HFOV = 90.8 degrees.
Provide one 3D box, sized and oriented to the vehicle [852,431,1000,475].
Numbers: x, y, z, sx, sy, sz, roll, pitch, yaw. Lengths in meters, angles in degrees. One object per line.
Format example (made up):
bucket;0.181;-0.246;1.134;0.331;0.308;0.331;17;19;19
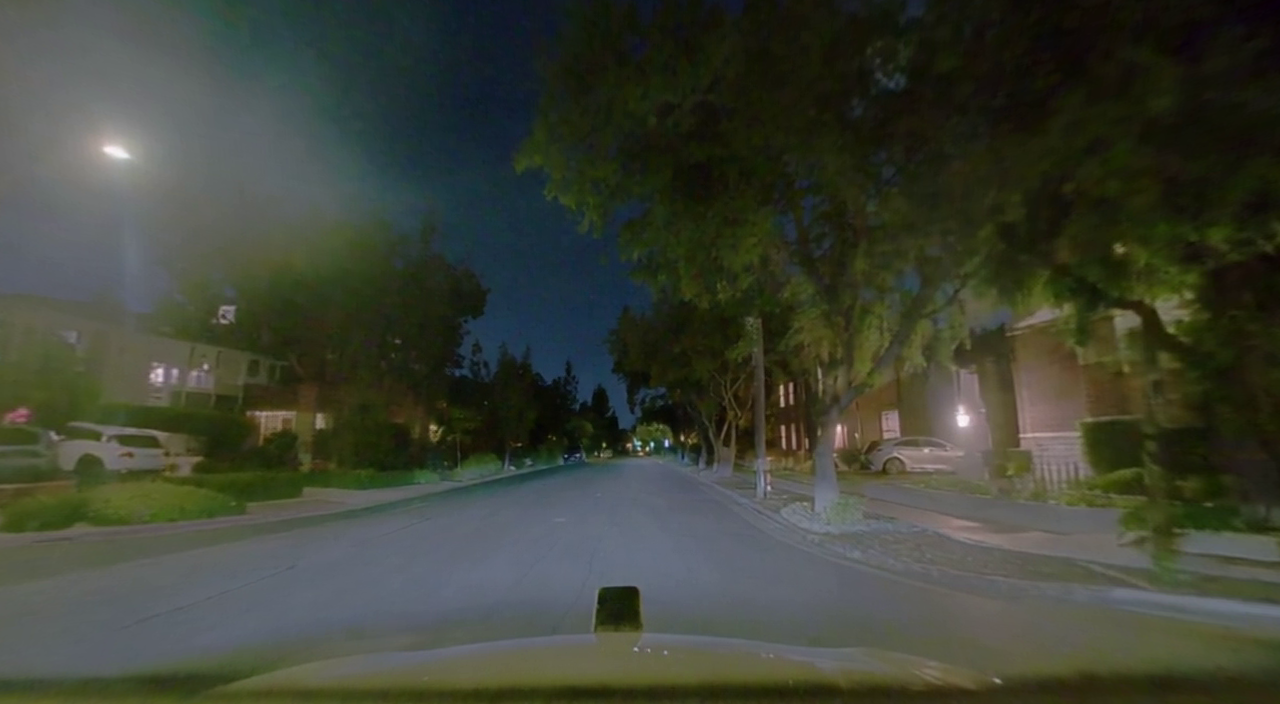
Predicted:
vehicle;11.200;4.002;25.029;4.894;1.616;1.965;-1;-9;2
